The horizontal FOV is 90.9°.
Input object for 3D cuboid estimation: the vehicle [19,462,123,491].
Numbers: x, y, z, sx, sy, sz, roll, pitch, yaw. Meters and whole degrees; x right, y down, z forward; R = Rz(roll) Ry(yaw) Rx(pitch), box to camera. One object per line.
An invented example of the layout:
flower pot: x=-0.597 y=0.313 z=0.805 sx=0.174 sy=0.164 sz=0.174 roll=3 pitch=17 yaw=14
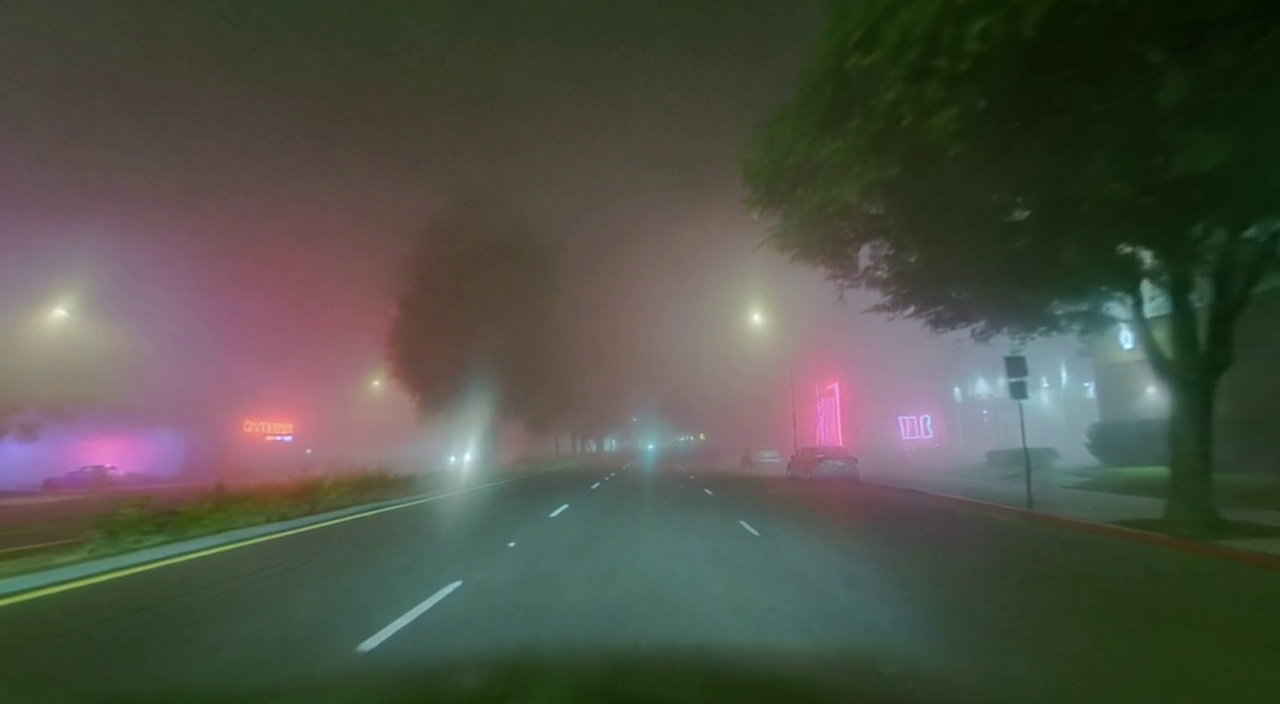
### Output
vehicle: x=-35.085 y=7.659 z=38.944 sx=4.405 sy=1.458 sz=1.990 roll=-2 pitch=-9 yaw=-4

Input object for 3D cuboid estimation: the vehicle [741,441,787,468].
vehicle: x=7.394 y=6.157 z=38.070 sx=1.923 sy=1.498 sz=4.676 roll=1 pitch=-8 yaw=1

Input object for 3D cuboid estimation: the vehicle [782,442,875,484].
vehicle: x=7.175 y=4.252 z=24.615 sx=2.119 sy=1.458 sz=4.965 roll=1 pitch=-8 yaw=0
